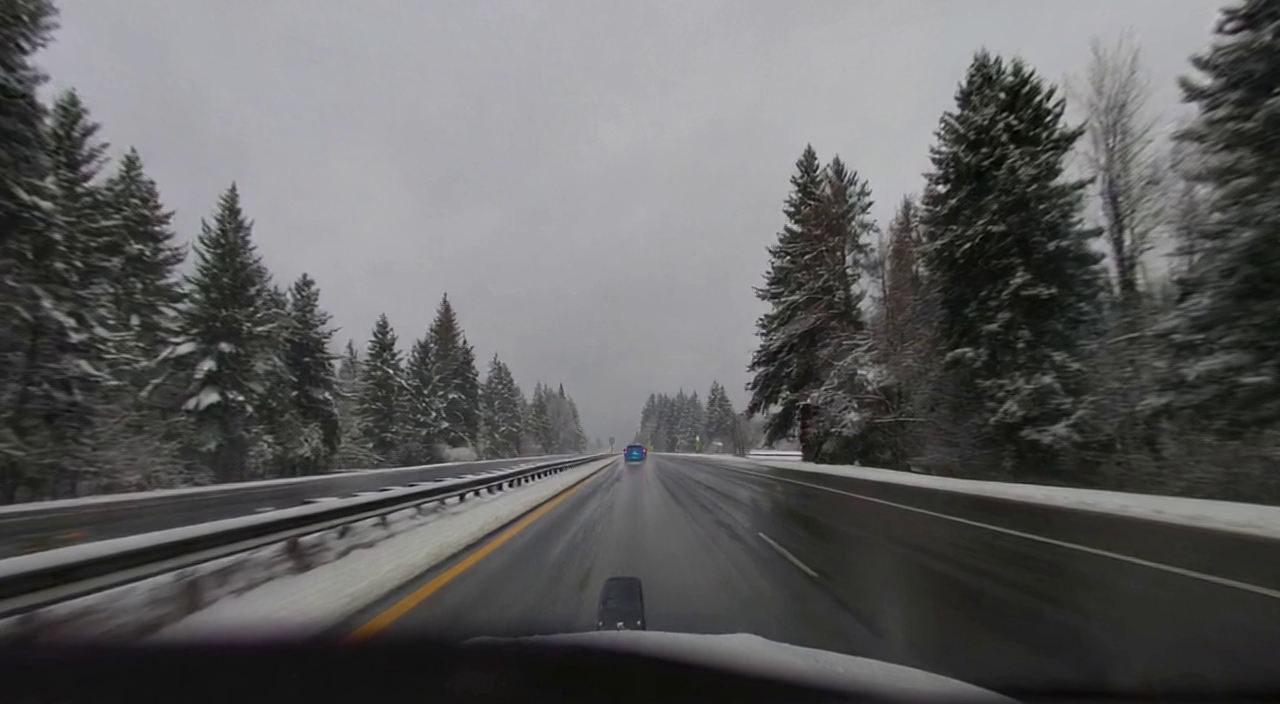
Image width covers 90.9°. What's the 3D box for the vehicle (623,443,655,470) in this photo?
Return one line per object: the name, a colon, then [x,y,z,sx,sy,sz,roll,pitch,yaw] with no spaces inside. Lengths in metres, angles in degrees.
vehicle: [-0.108,6.840,41.258,1.987,1.658,3.620,0,-9,-1]
